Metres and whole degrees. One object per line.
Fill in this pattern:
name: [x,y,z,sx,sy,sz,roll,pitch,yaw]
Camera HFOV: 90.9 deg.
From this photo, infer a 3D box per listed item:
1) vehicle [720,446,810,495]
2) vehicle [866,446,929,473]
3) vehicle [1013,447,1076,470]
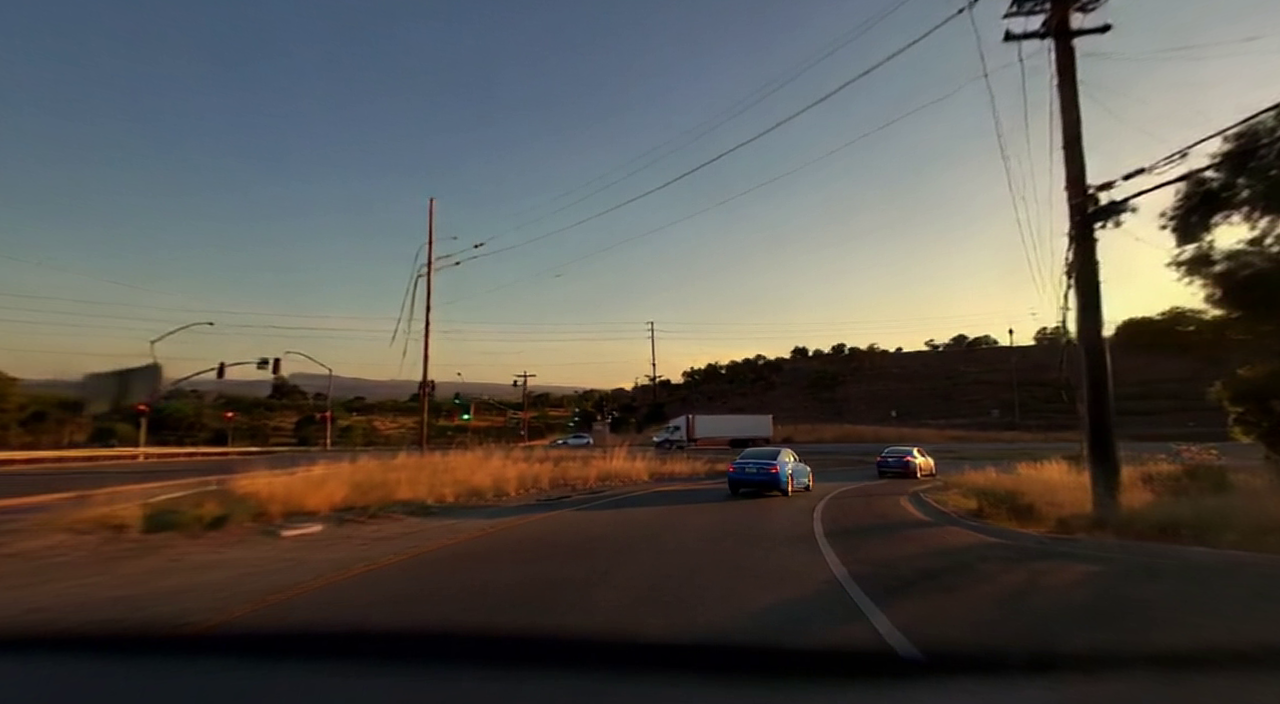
vehicle: [4.278,3.845,20.987,2.026,1.407,4.374,-4,-9,23]
vehicle: [14.923,6.162,36.428,1.836,1.465,4.307,-8,-11,43]
vehicle: [29.975,7.865,46.711,4.102,1.552,1.931,4,-9,-26]
